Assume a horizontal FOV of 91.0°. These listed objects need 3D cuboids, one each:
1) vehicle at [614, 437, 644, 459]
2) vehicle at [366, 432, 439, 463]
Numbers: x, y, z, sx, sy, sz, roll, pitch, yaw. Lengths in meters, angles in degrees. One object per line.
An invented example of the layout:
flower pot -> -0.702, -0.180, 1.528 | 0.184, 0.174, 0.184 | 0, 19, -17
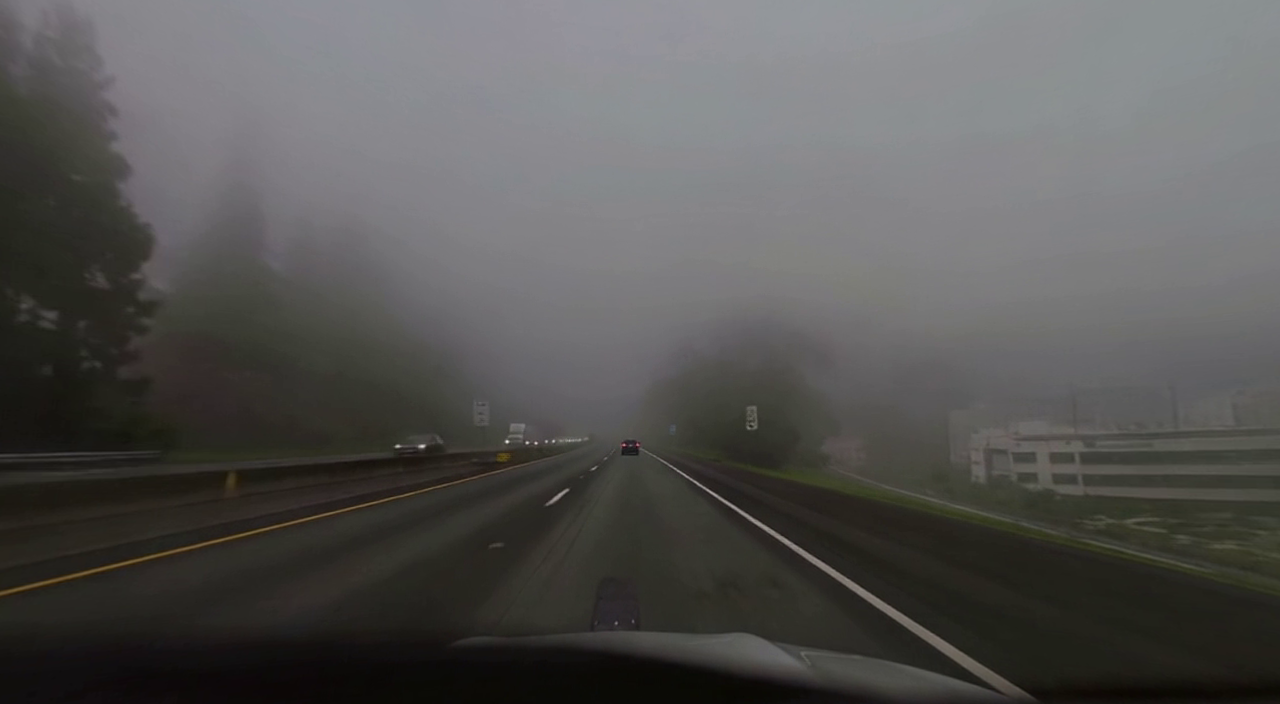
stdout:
vehicle -> -0.856, 7.044, 46.085 | 2.099, 1.504, 3.843 | 0, -8, -2
vehicle -> -12.380, 5.007, 33.166 | 2.005, 1.497, 4.746 | -1, -8, 0
